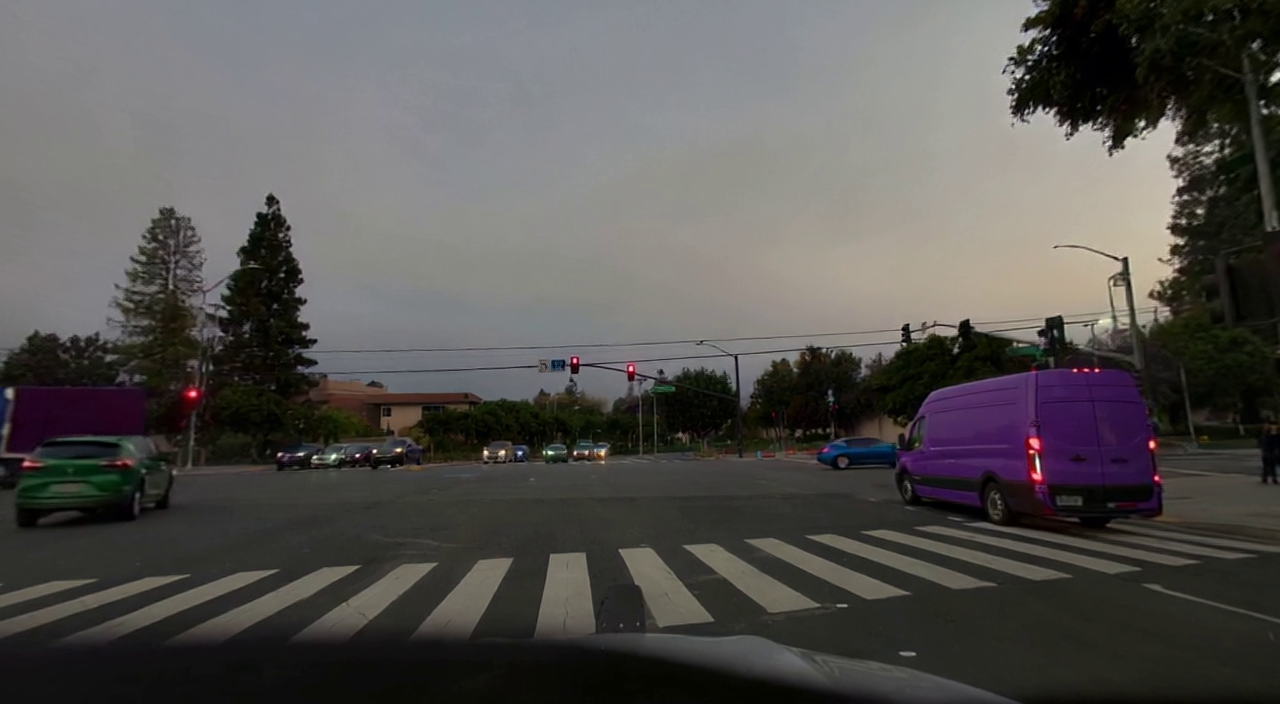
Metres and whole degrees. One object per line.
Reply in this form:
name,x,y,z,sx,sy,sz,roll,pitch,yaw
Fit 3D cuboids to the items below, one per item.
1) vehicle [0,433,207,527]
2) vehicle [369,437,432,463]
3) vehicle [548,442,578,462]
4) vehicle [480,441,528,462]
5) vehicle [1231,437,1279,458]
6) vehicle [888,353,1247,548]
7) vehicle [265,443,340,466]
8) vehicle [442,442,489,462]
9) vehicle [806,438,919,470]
vehicle,-10.393,2.407,12.494,1.993,1.496,4.524,3,-9,-22
vehicle,-17.345,7.155,46.016,2.189,1.753,4.785,-1,-9,8
vehicle,-5.777,7.554,47.934,1.907,1.409,3.909,0,-9,-2
vehicle,-10.109,7.469,47.410,2.097,1.484,4.596,-1,-9,7
vehicle,45.922,7.036,46.610,4.458,1.469,1.851,4,-10,-27
vehicle,6.556,1.650,10.872,2.332,2.511,5.326,0,-9,0
vehicle,-21.803,6.647,41.019,1.859,1.415,4.591,-1,-9,8
vehicle,-13.145,7.591,47.860,1.845,1.426,4.289,-1,-9,8
vehicle,10.956,5.059,31.451,4.846,1.487,2.086,-1,-9,4
